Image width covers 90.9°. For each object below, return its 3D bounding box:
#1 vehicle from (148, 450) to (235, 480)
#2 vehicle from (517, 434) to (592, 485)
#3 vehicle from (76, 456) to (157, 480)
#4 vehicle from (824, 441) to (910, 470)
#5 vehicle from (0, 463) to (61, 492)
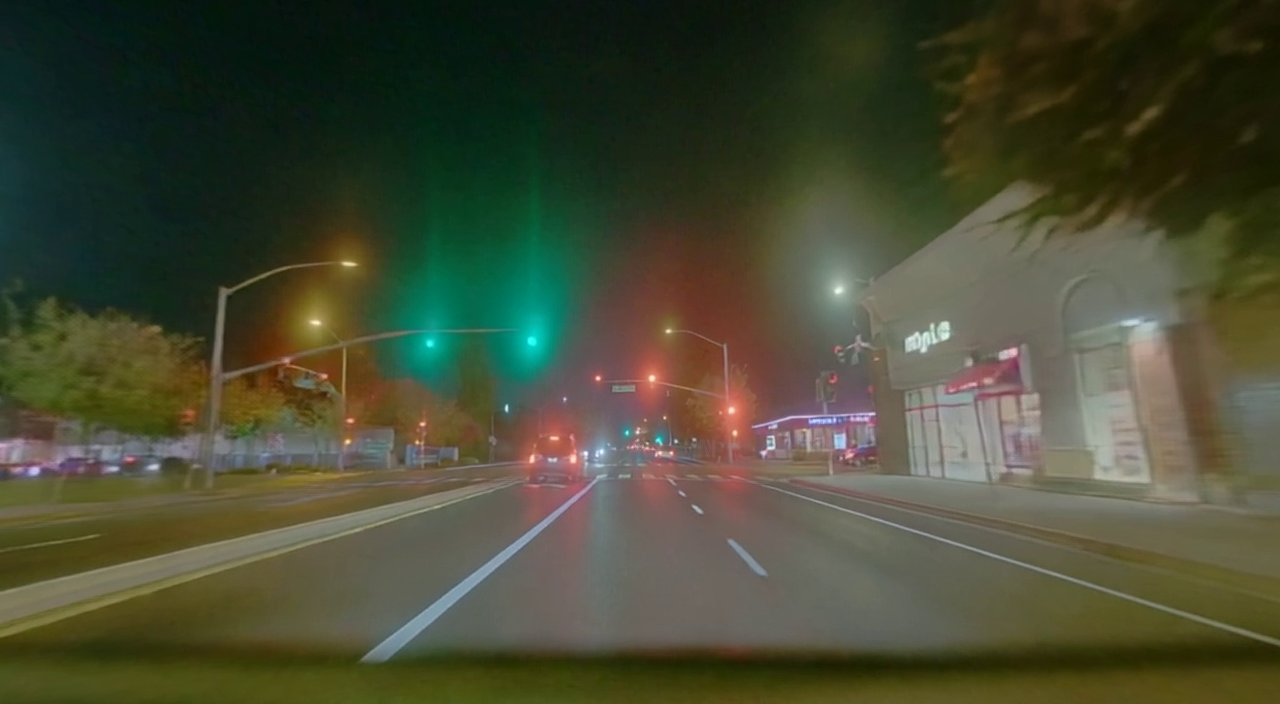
[{"bbox_3d":[-31.709,7.985,44.660,4.582,1.785,2.262,-3,-7,3],"label":"vehicle"},{"bbox_3d":[-3.204,4.128,24.524,2.250,1.791,4.300,0,-8,1],"label":"vehicle"},{"bbox_3d":[-37.096,8.218,44.710,4.069,1.516,1.850,0,-8,2],"label":"vehicle"},{"bbox_3d":[14.328,6.523,39.903,4.634,1.449,1.936,-3,-7,-1],"label":"vehicle"},{"bbox_3d":[-35.926,7.032,35.553,4.657,1.455,1.994,0,-8,4],"label":"vehicle"}]
